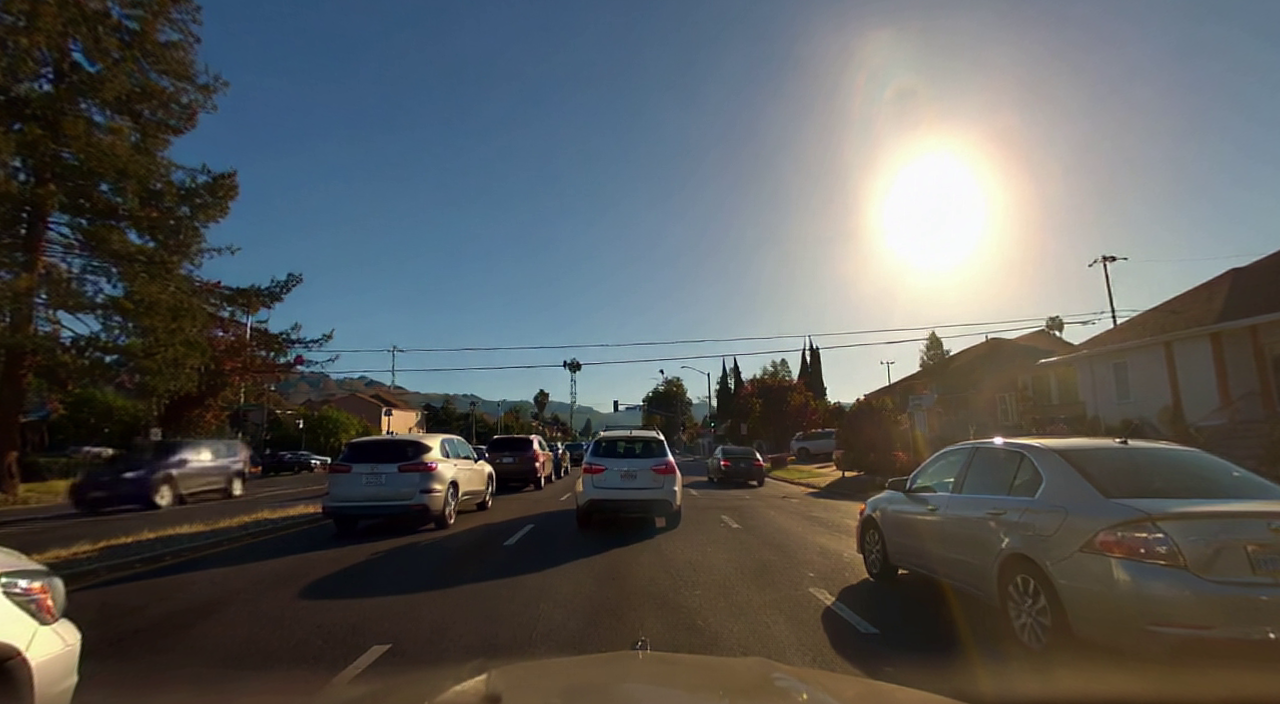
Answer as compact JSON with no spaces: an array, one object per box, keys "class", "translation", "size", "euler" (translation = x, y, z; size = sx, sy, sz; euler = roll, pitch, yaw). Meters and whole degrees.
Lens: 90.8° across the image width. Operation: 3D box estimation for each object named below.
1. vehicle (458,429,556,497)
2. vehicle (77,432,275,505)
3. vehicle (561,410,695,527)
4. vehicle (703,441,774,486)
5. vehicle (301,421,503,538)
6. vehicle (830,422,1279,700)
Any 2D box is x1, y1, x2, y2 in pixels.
[{"class":"vehicle","translation":[-3.645,3.103,18.096],"size":[1.932,1.695,4.150],"euler":[0,-8,0]},{"class":"vehicle","translation":[-12.891,3.238,18.066],"size":[2.098,1.774,4.614],"euler":[0,-8,0]},{"class":"vehicle","translation":[-0.258,2.198,12.438],"size":[2.164,1.867,4.254],"euler":[0,-8,-2]},{"class":"vehicle","translation":[3.487,4.015,23.132],"size":[1.880,1.476,3.932],"euler":[0,-8,-1]},{"class":"vehicle","translation":[-3.724,2.066,10.862],"size":[1.864,1.576,4.324],"euler":[0,-8,-1]},{"class":"vehicle","translation":[3.471,1.462,5.774],"size":[1.977,1.480,4.589],"euler":[0,-8,-1]}]
